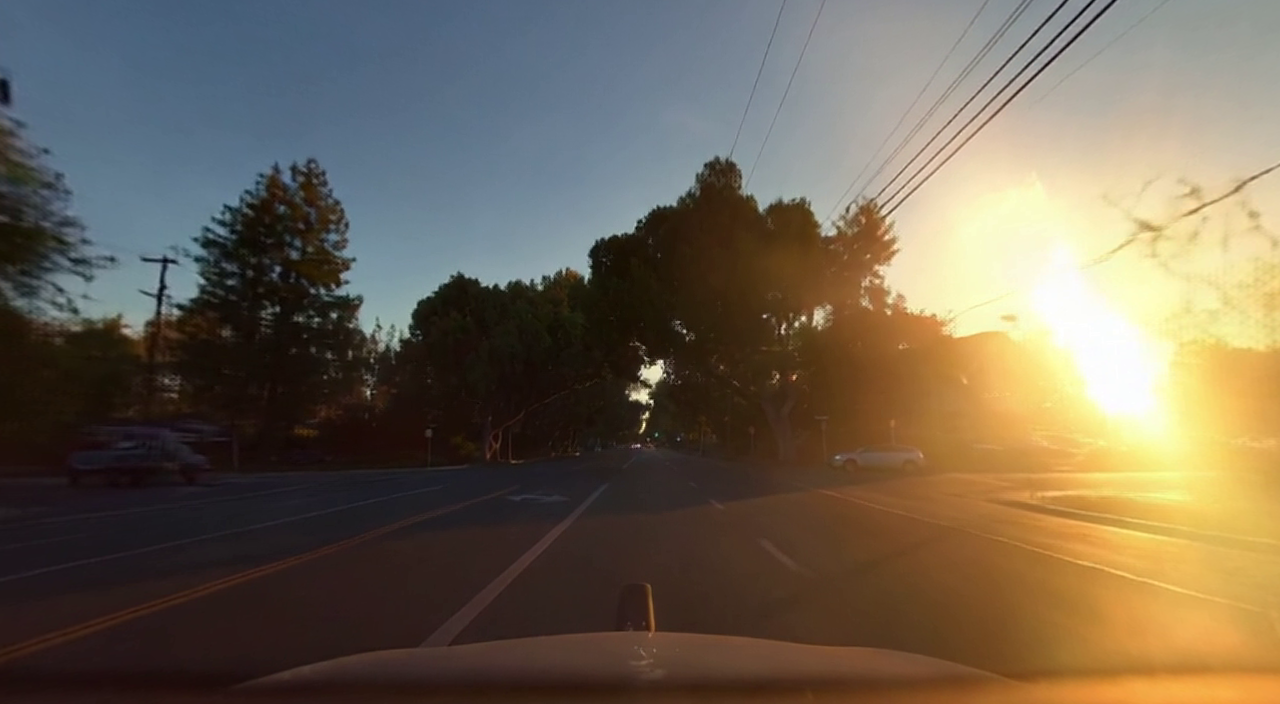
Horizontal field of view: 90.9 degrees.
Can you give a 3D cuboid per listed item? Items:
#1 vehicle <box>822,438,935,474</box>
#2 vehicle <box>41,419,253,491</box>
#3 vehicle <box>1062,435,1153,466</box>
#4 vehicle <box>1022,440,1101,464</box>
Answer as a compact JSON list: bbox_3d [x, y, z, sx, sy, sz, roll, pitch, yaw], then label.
[{"bbox_3d":[11.350,4.975,30.239,4.565,1.600,2.023,1,-9,-5],"label":"vehicle"},{"bbox_3d":[-20.556,4.315,26.562,6.794,2.863,2.387,0,-8,1],"label":"vehicle"},{"bbox_3d":[29.881,6.296,40.495,2.034,1.878,4.781,0,-8,-2],"label":"vehicle"},{"bbox_3d":[27.304,6.471,41.004,1.787,1.465,4.681,0,-8,-2],"label":"vehicle"}]
